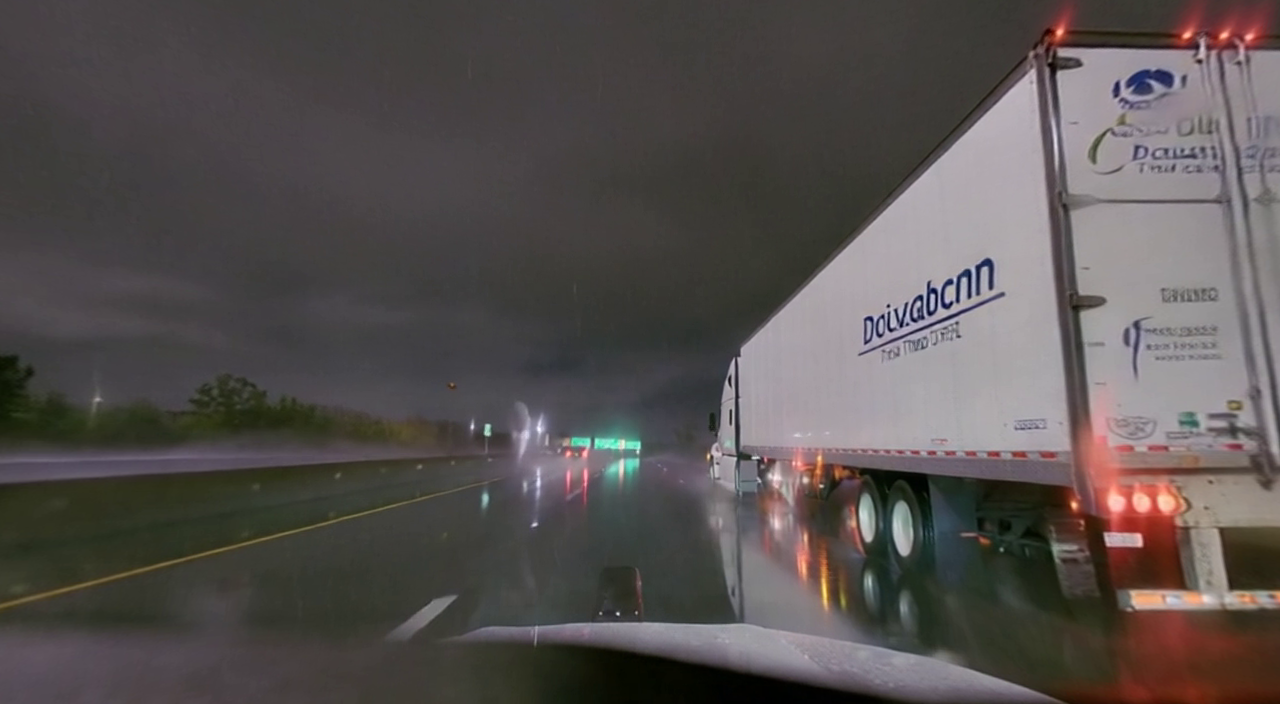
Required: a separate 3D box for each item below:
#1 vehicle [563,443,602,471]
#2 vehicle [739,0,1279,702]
[{"bbox_3d":[-3.528,6.531,39.505,2.030,1.657,3.926,0,-8,0],"label":"vehicle"},{"bbox_3d":[3.969,0.616,9.709,2.962,4.132,12.720,0,-8,1],"label":"vehicle"}]
